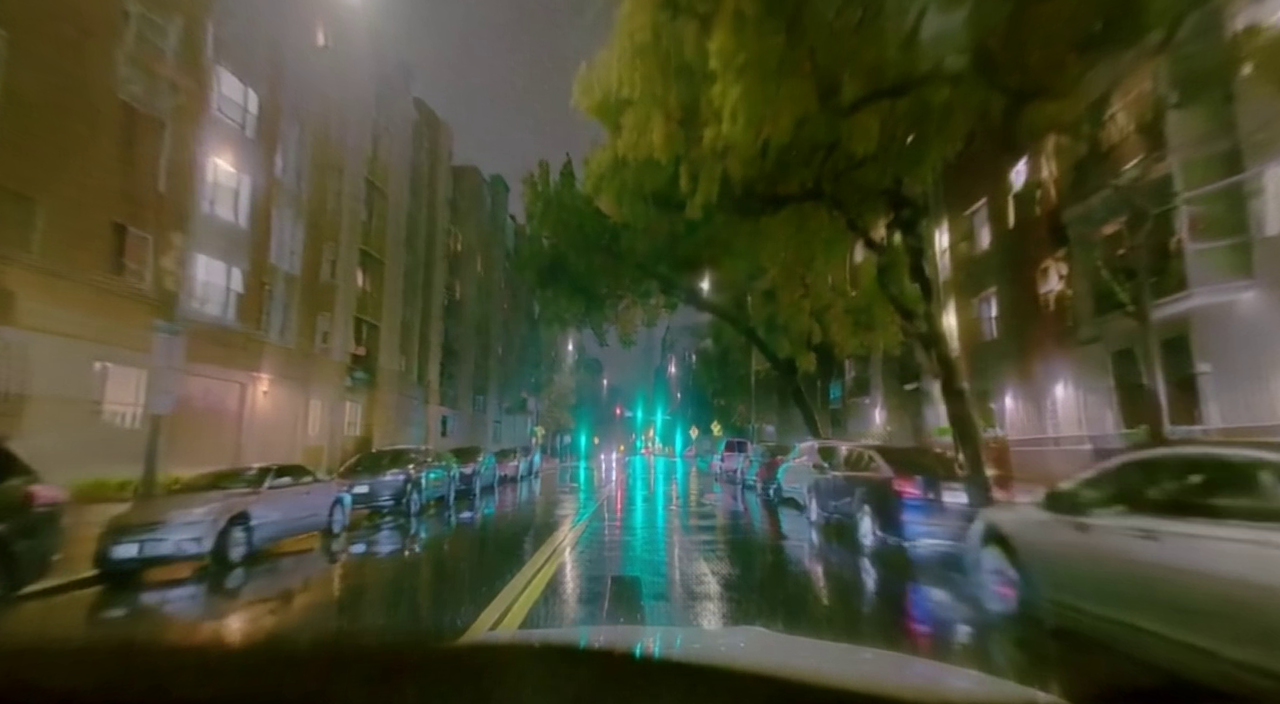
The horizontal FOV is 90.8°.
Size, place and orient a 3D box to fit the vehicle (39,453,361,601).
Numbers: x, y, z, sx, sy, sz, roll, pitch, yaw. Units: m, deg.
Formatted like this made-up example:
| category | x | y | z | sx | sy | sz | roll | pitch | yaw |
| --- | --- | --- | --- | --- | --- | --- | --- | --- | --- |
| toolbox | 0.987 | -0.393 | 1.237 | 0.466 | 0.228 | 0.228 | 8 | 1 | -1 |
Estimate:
| category | x | y | z | sx | sy | sz | roll | pitch | yaw |
| --- | --- | --- | --- | --- | --- | --- | --- | --- | --- |
| vehicle | -6.073 | 2.362 | 9.493 | 1.765 | 1.426 | 4.349 | -7 | -8 | -1 |

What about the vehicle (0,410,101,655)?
| category | x | y | z | sx | sy | sz | roll | pitch | yaw |
| --- | --- | --- | --- | --- | --- | --- | --- | --- | --- |
| vehicle | -6.077 | 1.225 | 3.335 | 2.175 | 1.849 | 4.725 | -3 | -8 | 3 |

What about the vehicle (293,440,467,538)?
| category | x | y | z | sx | sy | sz | roll | pitch | yaw |
| --- | --- | --- | --- | --- | --- | --- | --- | --- | --- |
| vehicle | -5.982 | 3.153 | 15.259 | 2.077 | 1.756 | 4.665 | -6 | -9 | 1 |

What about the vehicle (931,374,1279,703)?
| category | x | y | z | sx | sy | sz | roll | pitch | yaw |
| --- | --- | --- | --- | --- | --- | --- | --- | --- | --- |
| vehicle | 3.990 | 1.116 | 3.630 | 2.320 | 1.779 | 4.615 | 0 | -8 | -1 |
